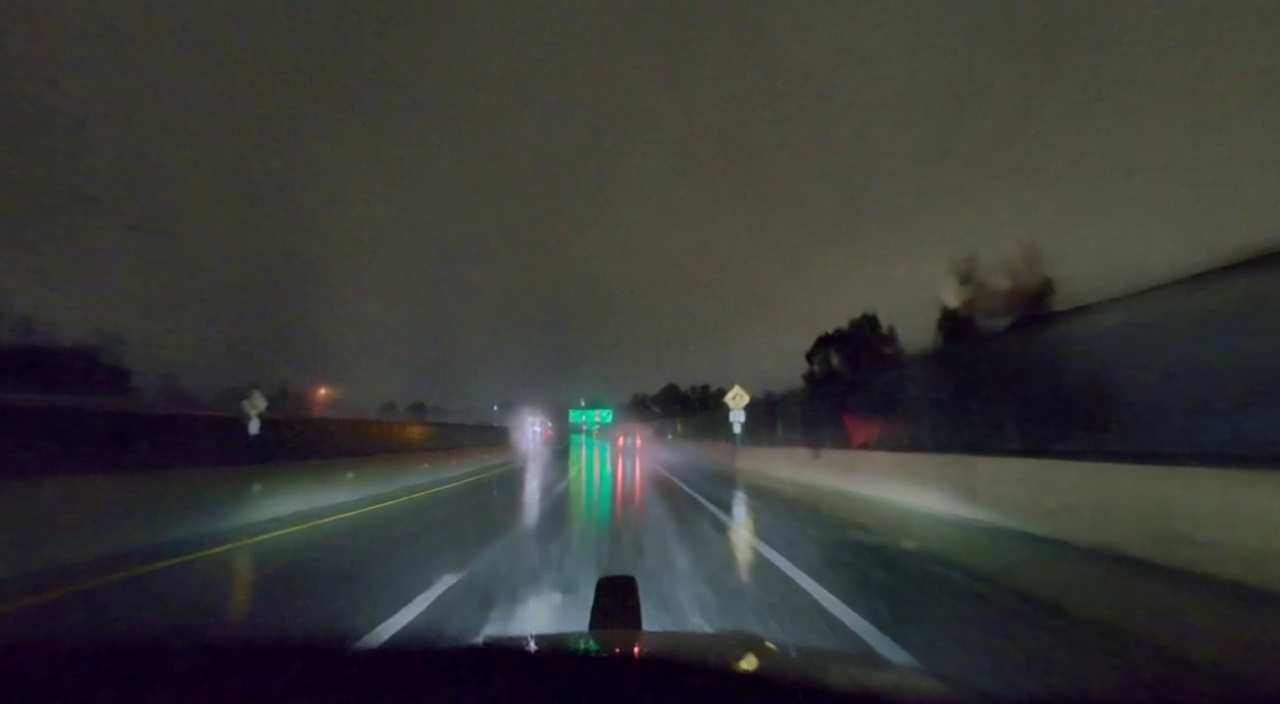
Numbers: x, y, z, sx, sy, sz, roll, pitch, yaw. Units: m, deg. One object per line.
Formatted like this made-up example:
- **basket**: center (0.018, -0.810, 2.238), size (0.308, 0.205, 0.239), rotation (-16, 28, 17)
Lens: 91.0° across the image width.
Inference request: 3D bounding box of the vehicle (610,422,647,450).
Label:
- **vehicle**: center (-0.773, 5.269, 39.520), size (2.157, 1.647, 4.524), rotation (0, -8, -3)
